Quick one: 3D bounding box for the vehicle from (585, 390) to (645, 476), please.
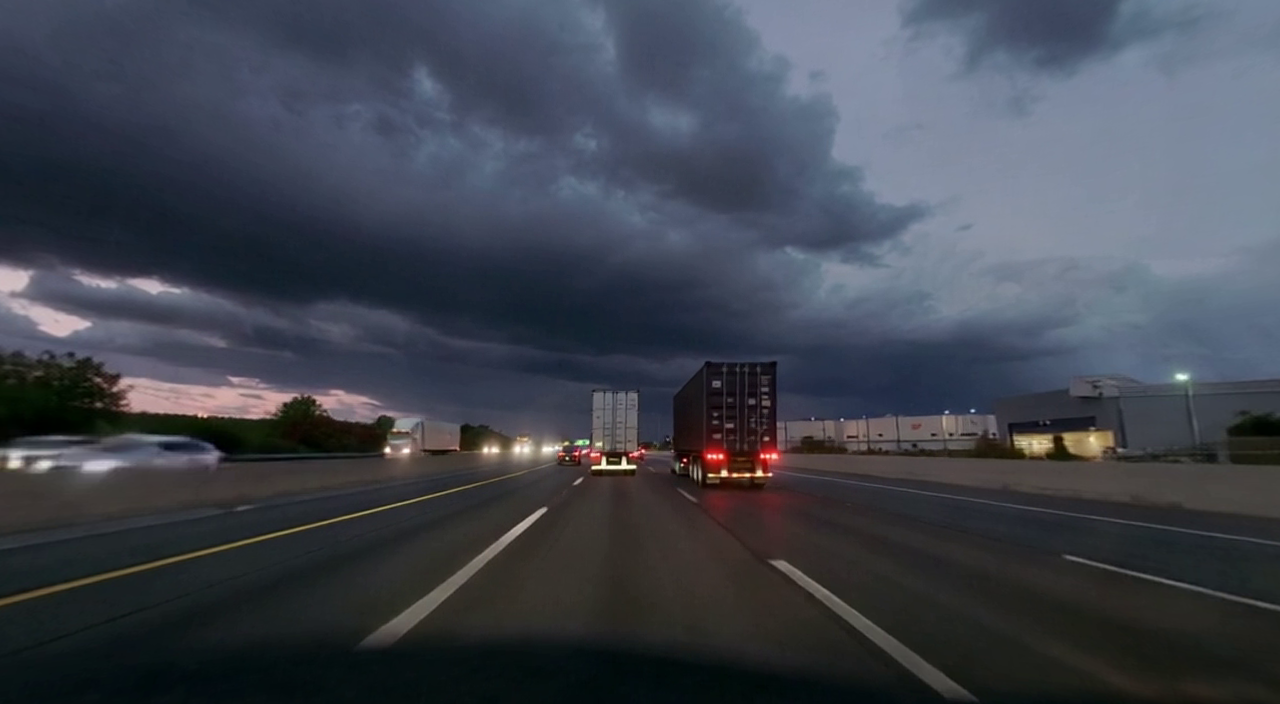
[{"bbox_3d":[-1.319,4.782,36.408,2.841,4.071,12.046,0,-8,-1],"label":"vehicle"}]

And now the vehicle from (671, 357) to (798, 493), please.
[{"bbox_3d":[3.150,3.125,25.414,2.803,4.072,12.744,0,-9,-1],"label":"vehicle"}]

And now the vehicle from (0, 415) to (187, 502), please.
[{"bbox_3d":[-12.725,2.335,14.069,1.968,1.601,4.575,0,-9,-1],"label":"vehicle"}]
